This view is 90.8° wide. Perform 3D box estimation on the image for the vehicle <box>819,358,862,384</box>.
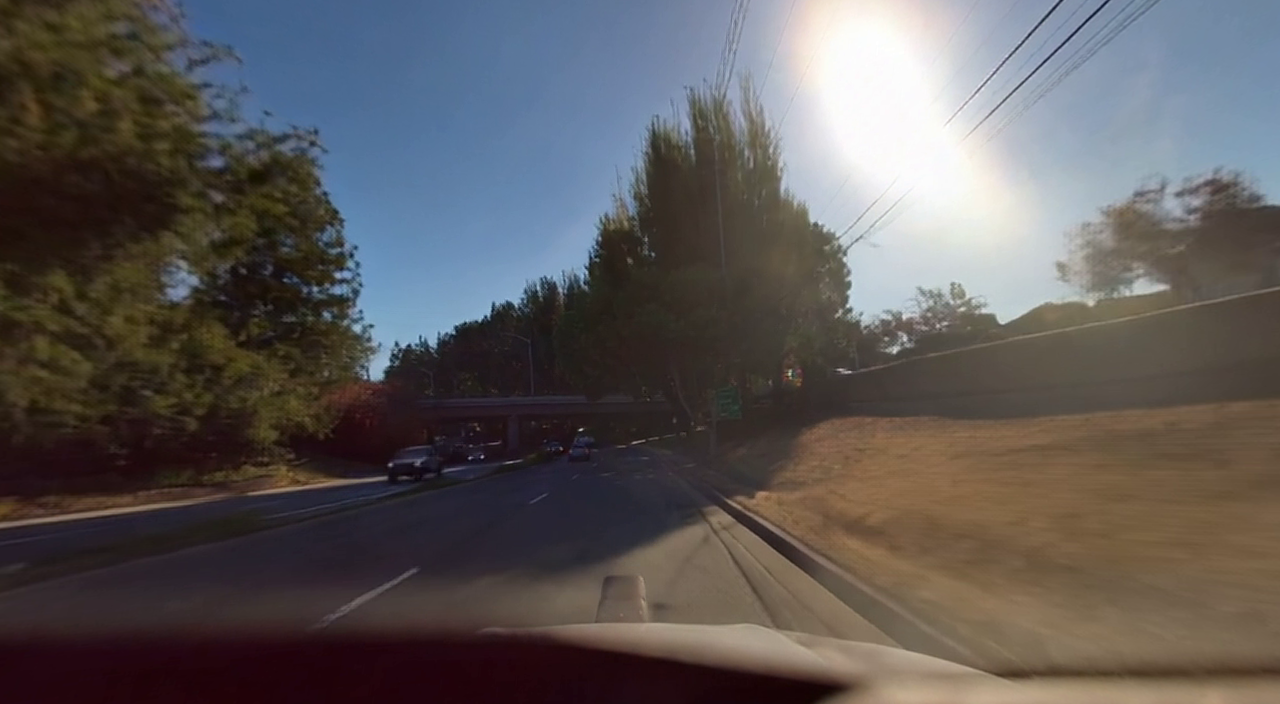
[{"bbox_3d":[15.402,1.496,48.775,2.058,1.475,4.587,1,-7,4],"label":"vehicle"}]
